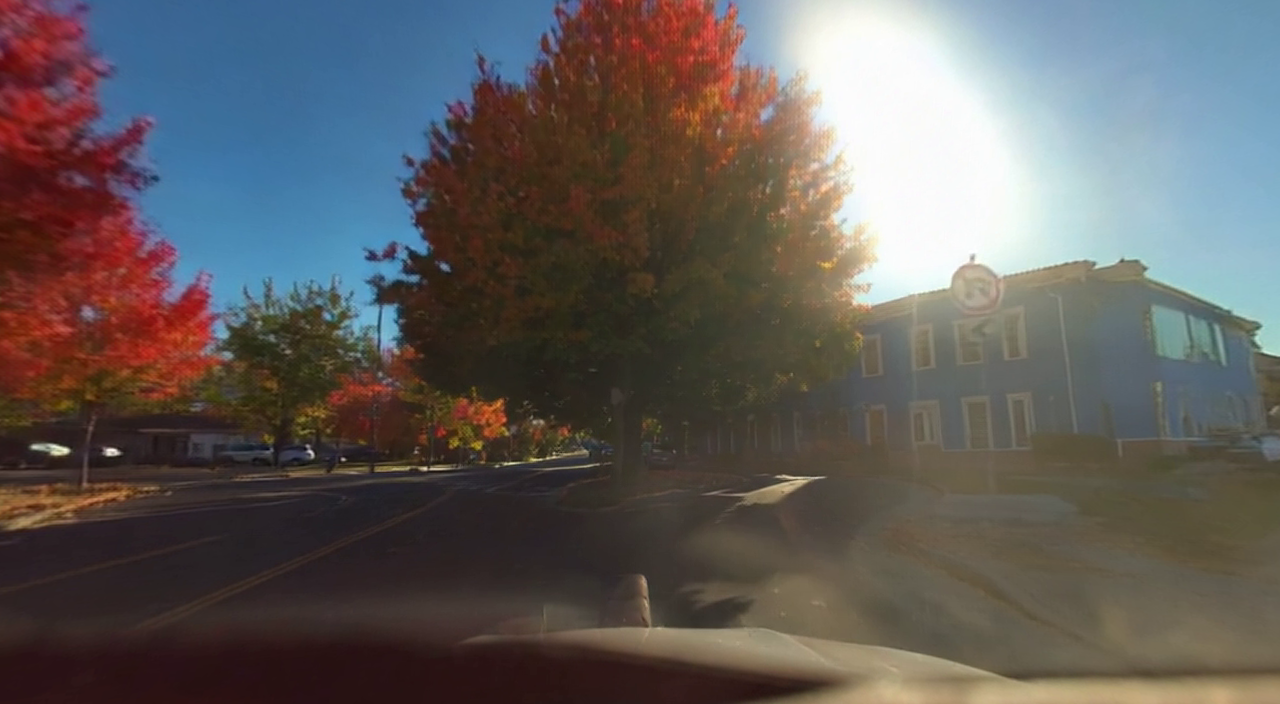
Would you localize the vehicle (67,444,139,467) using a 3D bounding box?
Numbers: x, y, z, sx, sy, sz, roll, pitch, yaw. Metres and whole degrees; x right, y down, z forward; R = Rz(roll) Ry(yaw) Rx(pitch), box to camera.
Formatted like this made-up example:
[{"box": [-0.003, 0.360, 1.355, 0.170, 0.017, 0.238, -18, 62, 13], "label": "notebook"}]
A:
[{"box": [-36.093, 6.950, 42.461, 3.362, 1.404, 1.588, -1, -8, -1], "label": "vehicle"}]
